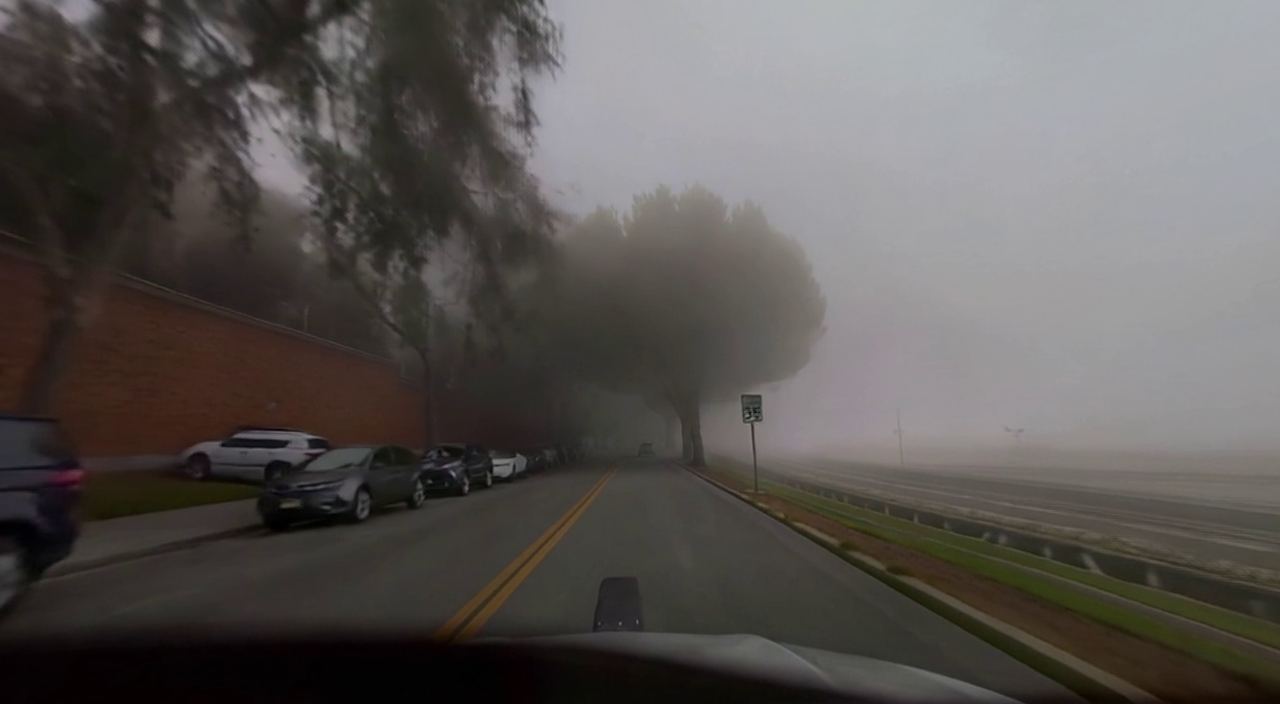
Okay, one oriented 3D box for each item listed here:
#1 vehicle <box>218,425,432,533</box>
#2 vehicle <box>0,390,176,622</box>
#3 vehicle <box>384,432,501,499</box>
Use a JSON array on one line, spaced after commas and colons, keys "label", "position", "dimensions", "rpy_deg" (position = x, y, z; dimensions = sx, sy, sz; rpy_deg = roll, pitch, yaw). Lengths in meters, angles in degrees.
[{"label": "vehicle", "position": [-6.325, 2.555, 13.516], "dimensions": [2.009, 1.820, 4.821], "rpy_deg": [1, -8, 1]}, {"label": "vehicle", "position": [-6.185, 1.102, 4.112], "dimensions": [2.109, 1.847, 5.553], "rpy_deg": [0, -8, 0]}, {"label": "vehicle", "position": [-6.138, 3.546, 20.379], "dimensions": [1.976, 1.805, 5.123], "rpy_deg": [1, -8, 1]}]
